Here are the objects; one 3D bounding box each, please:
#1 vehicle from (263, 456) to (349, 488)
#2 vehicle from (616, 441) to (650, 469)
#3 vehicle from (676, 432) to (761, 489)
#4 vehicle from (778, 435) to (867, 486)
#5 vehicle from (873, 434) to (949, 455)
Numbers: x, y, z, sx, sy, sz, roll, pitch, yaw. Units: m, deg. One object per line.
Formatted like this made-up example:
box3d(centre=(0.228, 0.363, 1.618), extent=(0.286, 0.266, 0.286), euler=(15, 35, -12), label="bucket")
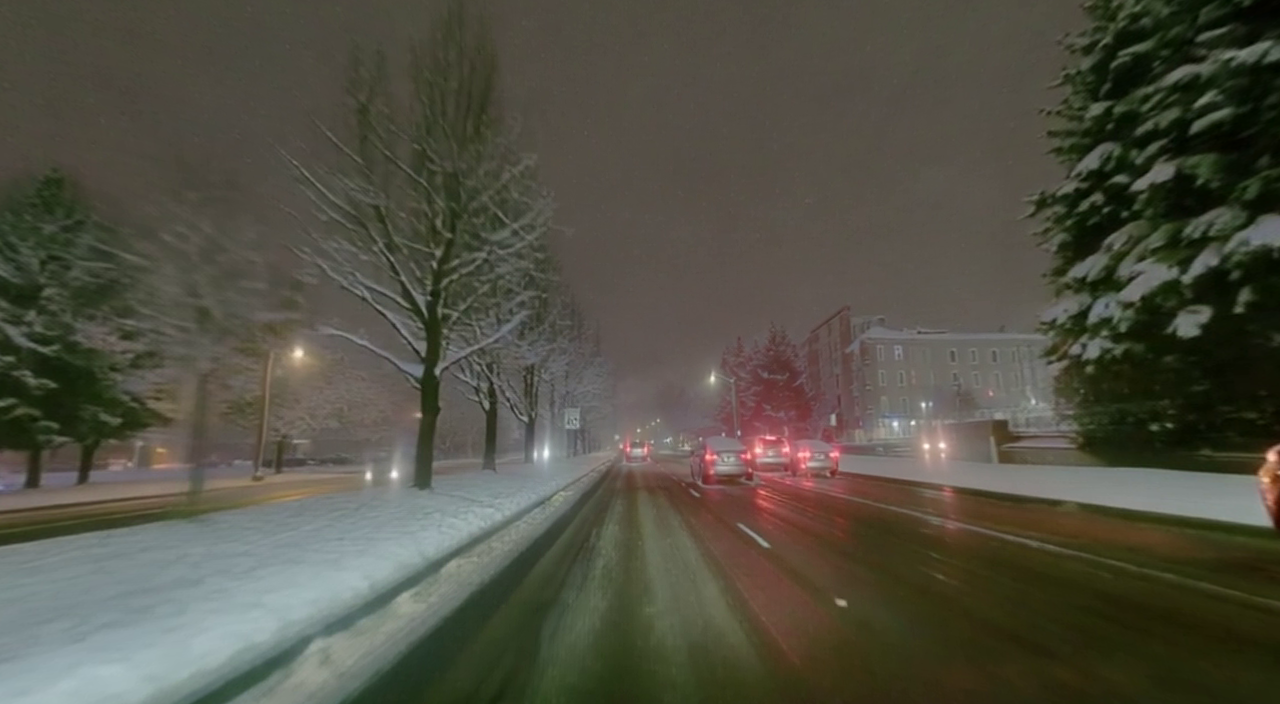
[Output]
box3d(centre=(-18.339, 6.591, 34.964), extent=(2.129, 1.531, 4.696), euler=(0, -8, 1), label="vehicle")
box3d(centre=(-0.453, 6.768, 41.731), extent=(2.132, 1.693, 3.819), euler=(0, -8, -1), label="vehicle")
box3d(centre=(2.645, 3.791, 22.466), extent=(2.227, 1.794, 4.457), euler=(0, -8, -3), label="vehicle")
box3d(centre=(6.701, 4.019, 23.715), extent=(2.025, 1.719, 4.161), euler=(0, -8, -1), label="vehicle")
box3d(centre=(20.239, 6.931, 47.315), extent=(4.608, 1.533, 2.193), euler=(0, -8, -1), label="vehicle")
